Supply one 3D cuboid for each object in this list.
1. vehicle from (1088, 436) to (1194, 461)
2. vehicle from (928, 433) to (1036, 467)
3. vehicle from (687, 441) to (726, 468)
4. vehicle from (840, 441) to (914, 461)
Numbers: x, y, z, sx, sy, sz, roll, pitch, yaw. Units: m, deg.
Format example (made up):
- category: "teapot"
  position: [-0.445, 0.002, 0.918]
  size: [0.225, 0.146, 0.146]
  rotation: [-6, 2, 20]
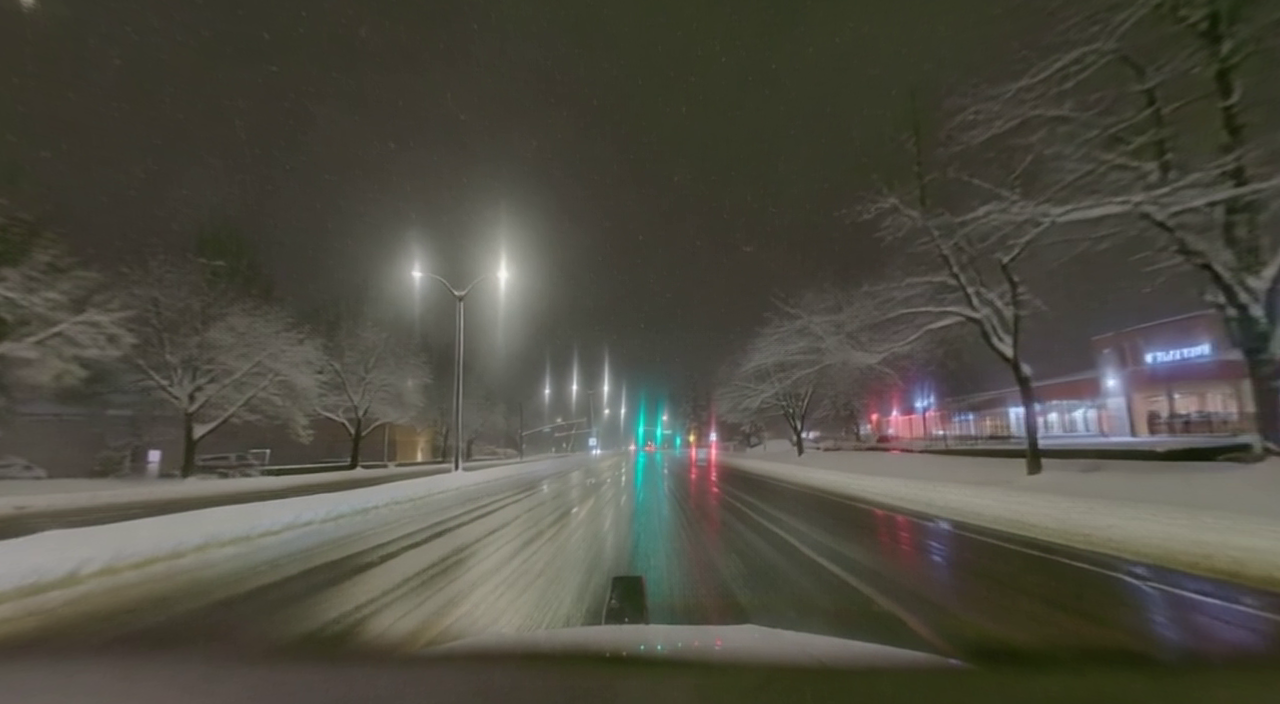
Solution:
- category: "vehicle"
  position: [32.405, 6.245, 40.876]
  size: [5.080, 1.504, 1.946]
  rotation: [-8, -12, 44]
- category: "vehicle"
  position: [17.867, 5.132, 33.103]
  size: [4.386, 1.701, 2.121]
  rotation: [-1, -8, 3]
- category: "vehicle"
  position: [4.255, 6.629, 40.986]
  size: [2.007, 1.683, 4.171]
  rotation: [0, -8, -1]
- category: "vehicle"
  position: [17.332, 7.282, 46.303]
  size: [4.685, 1.478, 1.849]
  rotation: [0, -9, 2]
